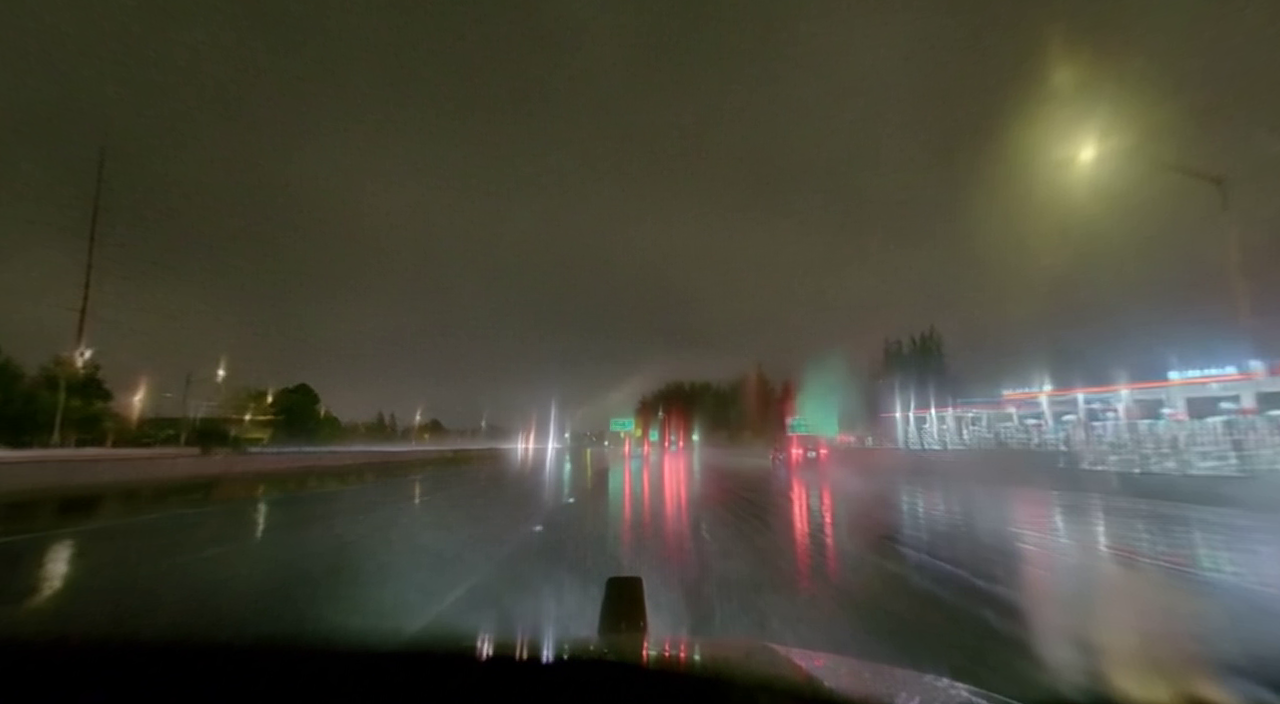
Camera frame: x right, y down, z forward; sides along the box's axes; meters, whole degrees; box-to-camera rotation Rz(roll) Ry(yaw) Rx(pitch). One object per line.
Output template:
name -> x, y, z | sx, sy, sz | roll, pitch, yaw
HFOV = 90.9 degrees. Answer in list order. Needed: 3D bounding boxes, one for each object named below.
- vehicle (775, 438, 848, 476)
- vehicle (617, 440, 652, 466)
vehicle -> 7.091, 4.372, 26.545 | 1.867, 1.463, 4.295 | 0, -8, 0
vehicle -> -0.368, 6.179, 38.712 | 1.999, 1.473, 4.351 | 0, -8, -1
